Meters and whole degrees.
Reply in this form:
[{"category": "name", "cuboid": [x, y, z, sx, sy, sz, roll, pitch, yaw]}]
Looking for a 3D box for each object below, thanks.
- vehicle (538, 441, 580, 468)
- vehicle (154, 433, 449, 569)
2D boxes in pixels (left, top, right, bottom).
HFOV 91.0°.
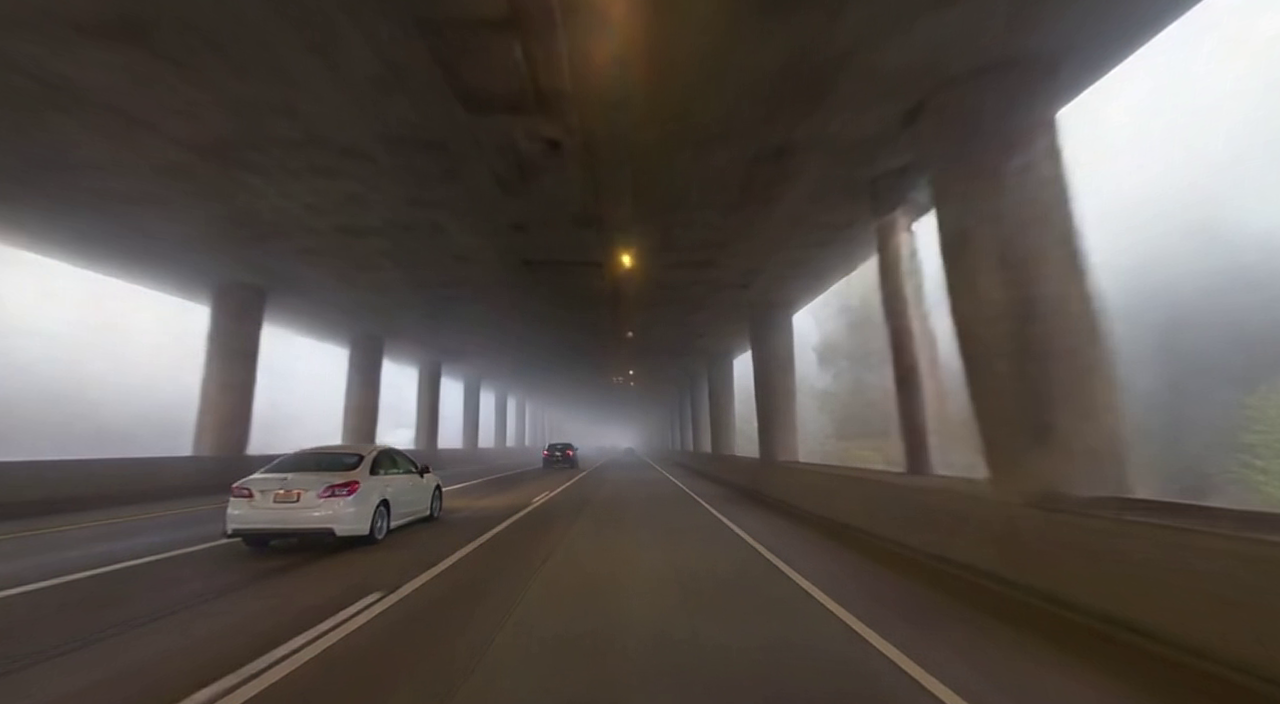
[{"category": "vehicle", "cuboid": [-4.734, 6.019, 37.365, 1.973, 1.474, 4.199, 0, -8, -1]}, {"category": "vehicle", "cuboid": [-4.301, 1.914, 8.952, 1.885, 1.424, 4.230, 0, -8, -1]}]
